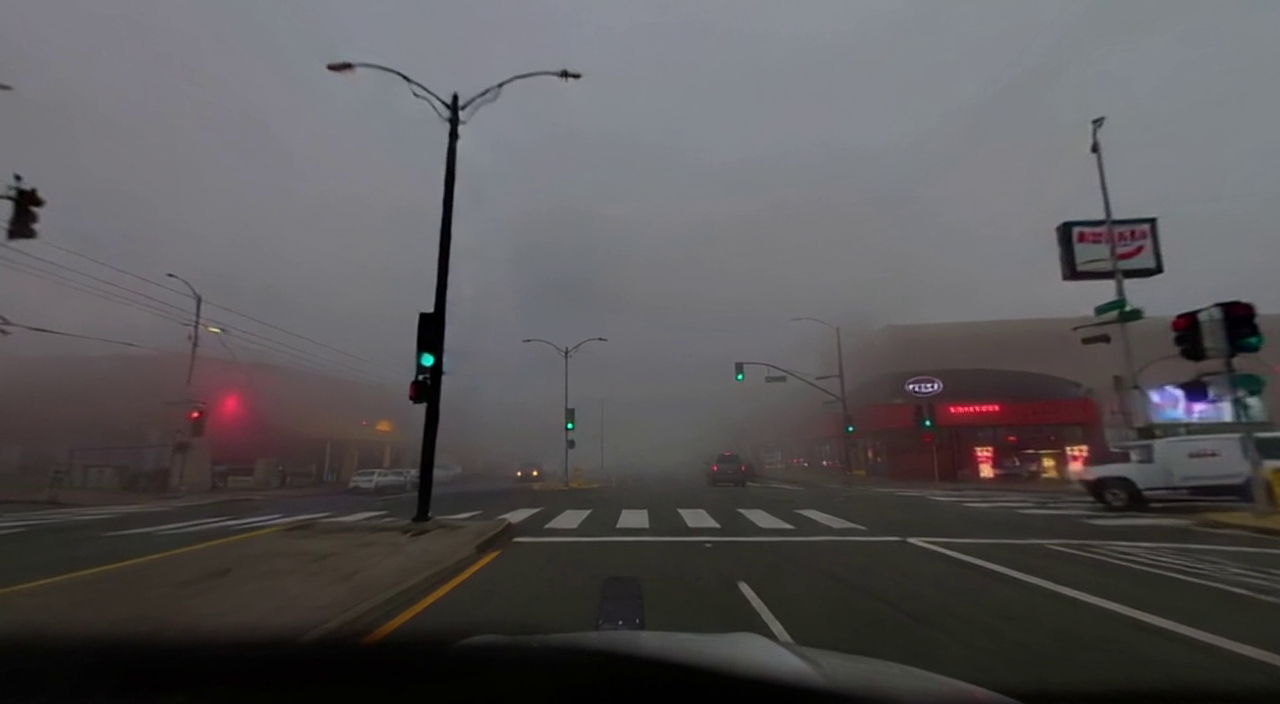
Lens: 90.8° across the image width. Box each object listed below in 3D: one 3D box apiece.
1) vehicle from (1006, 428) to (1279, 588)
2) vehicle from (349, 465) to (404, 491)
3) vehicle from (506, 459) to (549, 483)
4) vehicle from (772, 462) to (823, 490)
[{"bbox_3d":[7.437,1.989,9.031,1.974,1.679,4.611,-1,-8,5],"label":"vehicle"},{"bbox_3d":[-18.167,8.673,43.761,1.858,1.493,4.721,0,-8,-1],"label":"vehicle"},{"bbox_3d":[-8.018,8.516,45.356,2.225,1.532,4.486,0,-8,1],"label":"vehicle"},{"bbox_3d":[9.635,7.588,38.937,1.948,1.483,4.645,0,-8,0],"label":"vehicle"}]
